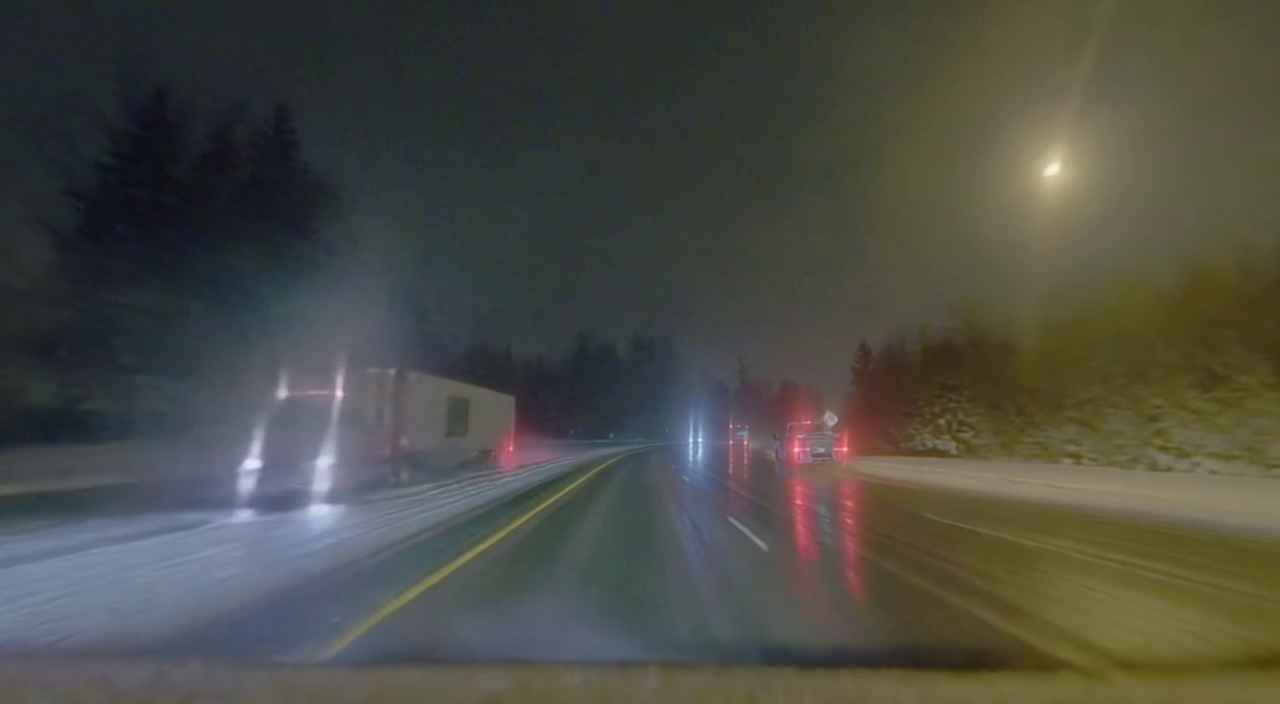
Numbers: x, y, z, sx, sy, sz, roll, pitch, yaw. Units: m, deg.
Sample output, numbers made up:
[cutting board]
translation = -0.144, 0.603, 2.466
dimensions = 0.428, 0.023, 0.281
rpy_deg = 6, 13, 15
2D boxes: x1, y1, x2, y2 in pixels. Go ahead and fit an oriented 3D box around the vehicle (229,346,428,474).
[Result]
[vehicle]
translation = -11.058, 2.379, 23.720
dimensions = 3.054, 3.972, 8.029
rpy_deg = 0, -8, 2
